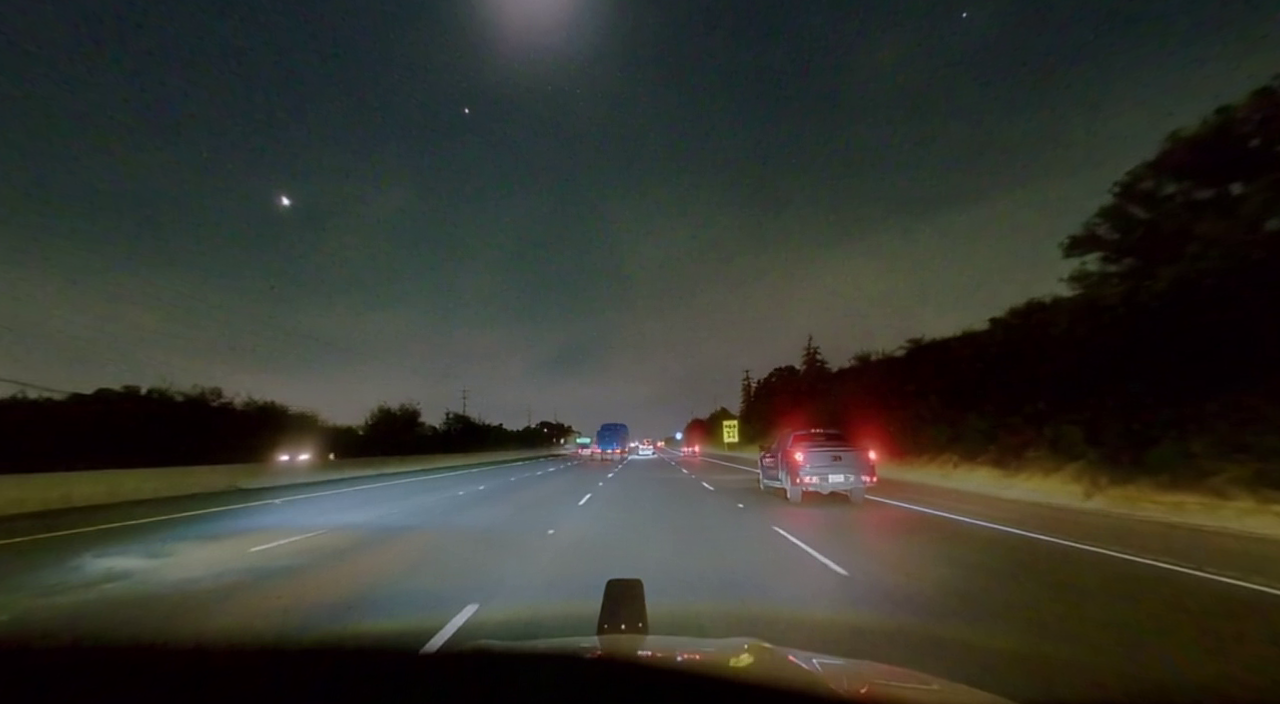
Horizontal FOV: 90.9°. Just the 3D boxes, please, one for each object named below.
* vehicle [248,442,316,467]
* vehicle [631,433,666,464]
[{"bbox_3d":[-24.317,6.970,43.075,1.921,1.555,4.539,0,-8,1],"label":"vehicle"},{"bbox_3d":[0.559,6.704,43.931,2.309,2.023,5.130,0,-8,0],"label":"vehicle"}]
